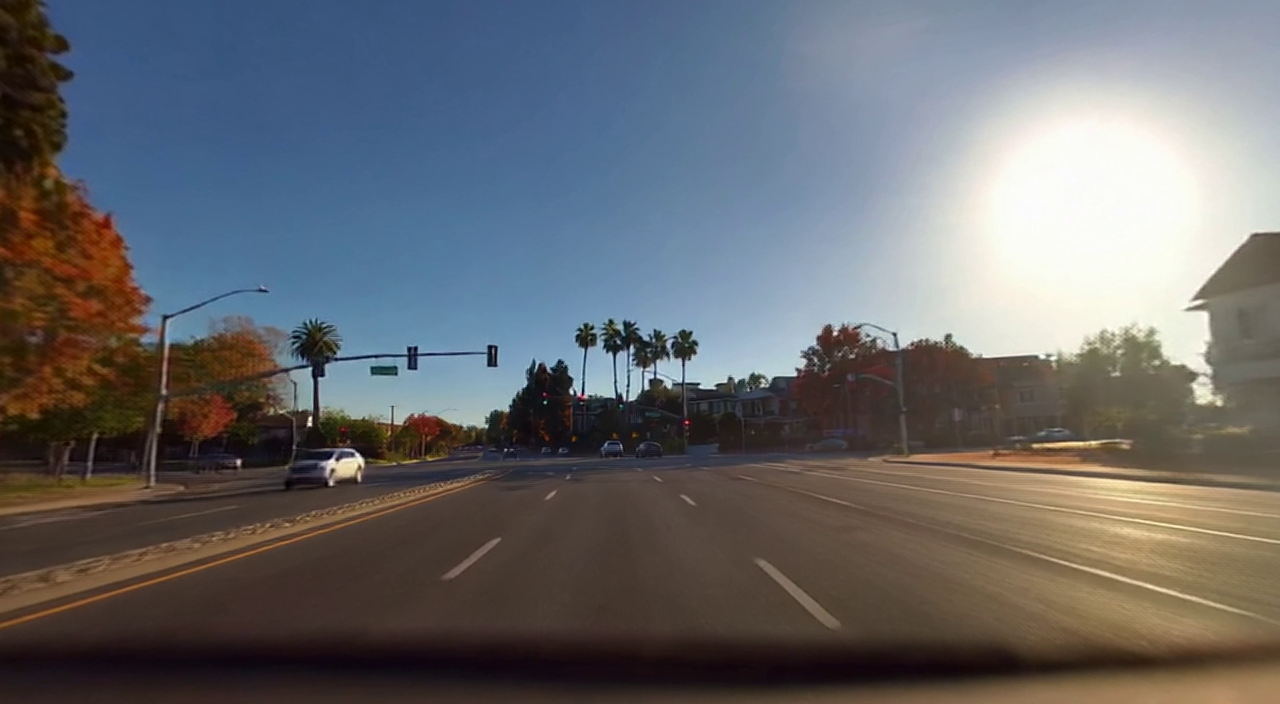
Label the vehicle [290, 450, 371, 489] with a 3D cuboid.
[{"bbox_3d":[-14.623,5.518,30.098,2.017,1.611,4.403,-1,-8,-6],"label":"vehicle"}]
